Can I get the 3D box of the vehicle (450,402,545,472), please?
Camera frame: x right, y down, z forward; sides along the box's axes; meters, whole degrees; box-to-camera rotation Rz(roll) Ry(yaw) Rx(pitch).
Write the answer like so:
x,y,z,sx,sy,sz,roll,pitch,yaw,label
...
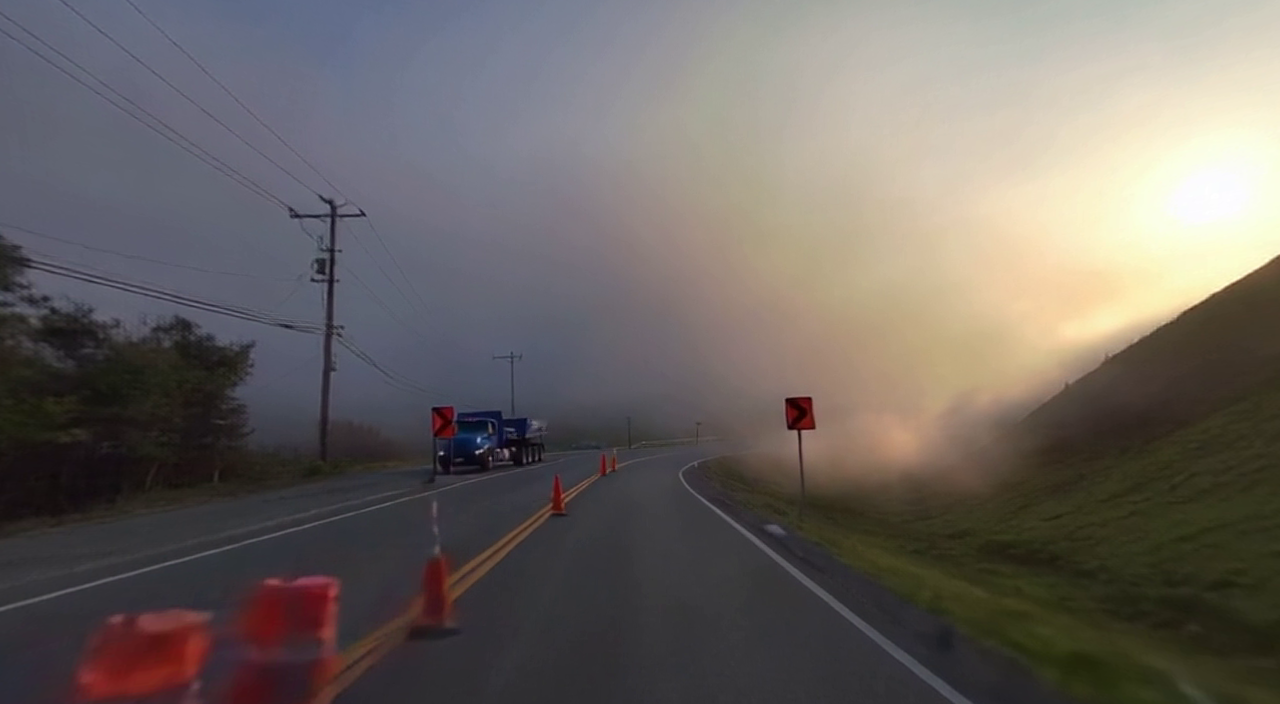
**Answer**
x,y,z,sx,sy,sz,roll,pitch,yaw,label
-7.461,4.602,34.087,3.031,3.185,7.053,-4,-8,4,vehicle
